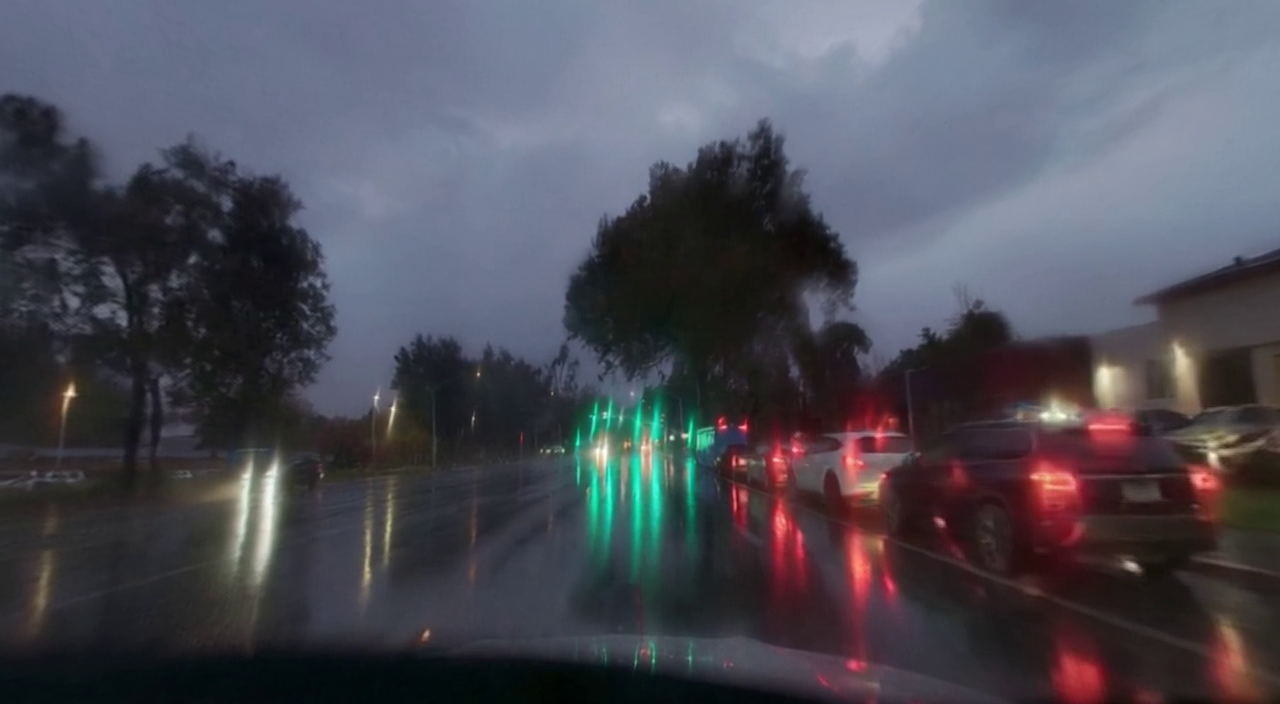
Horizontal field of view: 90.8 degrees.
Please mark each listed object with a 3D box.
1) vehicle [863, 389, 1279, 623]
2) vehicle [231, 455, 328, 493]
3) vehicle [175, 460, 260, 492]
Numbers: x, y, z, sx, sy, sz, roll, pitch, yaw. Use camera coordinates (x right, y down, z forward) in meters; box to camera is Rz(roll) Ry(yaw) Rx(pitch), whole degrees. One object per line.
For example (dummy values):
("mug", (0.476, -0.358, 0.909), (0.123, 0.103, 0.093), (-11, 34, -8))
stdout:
("vehicle", (4.490, 1.504, 7.188), (2.094, 1.731, 4.763), (0, -8, -1))
("vehicle", (-19.417, 6.573, 34.367), (2.166, 1.804, 4.897), (-1, -8, 3))
("vehicle", (-28.951, 8.487, 43.366), (4.426, 1.782, 2.056), (-4, -8, 1))
